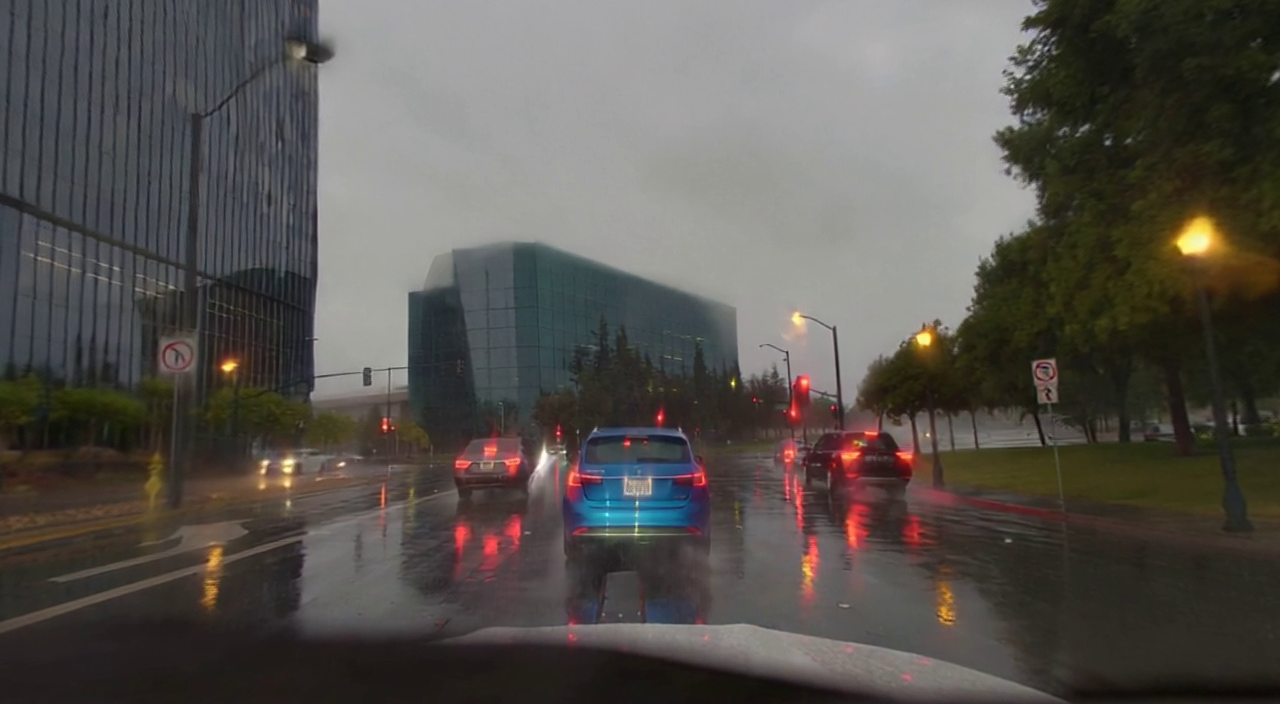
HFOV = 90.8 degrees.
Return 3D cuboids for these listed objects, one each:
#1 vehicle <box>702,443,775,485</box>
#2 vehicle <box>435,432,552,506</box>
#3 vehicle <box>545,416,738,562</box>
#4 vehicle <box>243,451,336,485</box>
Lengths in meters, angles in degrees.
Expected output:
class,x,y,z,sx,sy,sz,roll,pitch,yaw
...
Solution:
class,x,y,z,sx,sy,sz,roll,pitch,yaw
vehicle,3.680,4.255,24.450,2.082,1.445,4.426,0,-8,0
vehicle,-3.644,2.981,16.573,2.068,1.678,4.199,0,-8,0
vehicle,-0.002,1.880,9.400,2.207,1.659,4.155,0,-8,0
vehicle,-16.591,5.478,30.177,1.826,1.422,4.490,0,-8,0
